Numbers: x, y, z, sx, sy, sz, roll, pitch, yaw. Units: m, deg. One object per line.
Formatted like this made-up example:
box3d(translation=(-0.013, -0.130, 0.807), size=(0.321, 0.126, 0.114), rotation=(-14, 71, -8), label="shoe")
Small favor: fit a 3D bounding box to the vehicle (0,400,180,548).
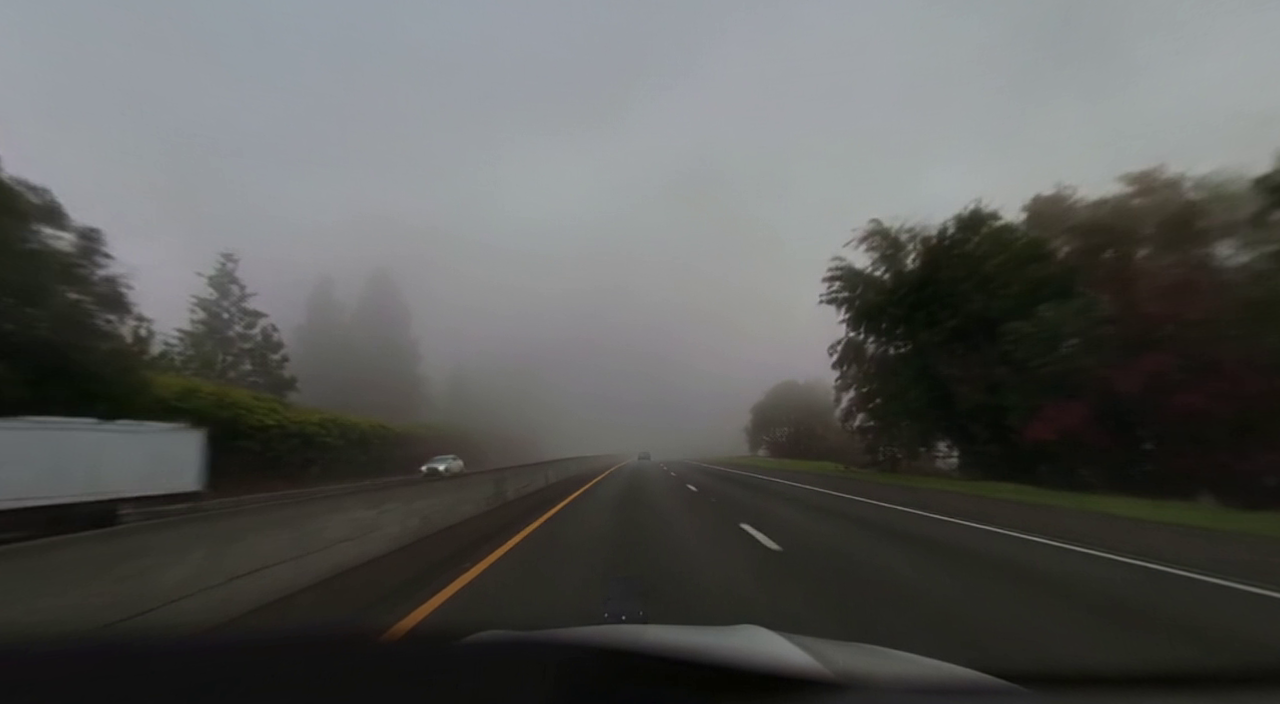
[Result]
box3d(translation=(-12.993, 2.256, 11.673), size=(2.714, 2.654, 8.303), rotation=(0, -9, 0), label="vehicle")
